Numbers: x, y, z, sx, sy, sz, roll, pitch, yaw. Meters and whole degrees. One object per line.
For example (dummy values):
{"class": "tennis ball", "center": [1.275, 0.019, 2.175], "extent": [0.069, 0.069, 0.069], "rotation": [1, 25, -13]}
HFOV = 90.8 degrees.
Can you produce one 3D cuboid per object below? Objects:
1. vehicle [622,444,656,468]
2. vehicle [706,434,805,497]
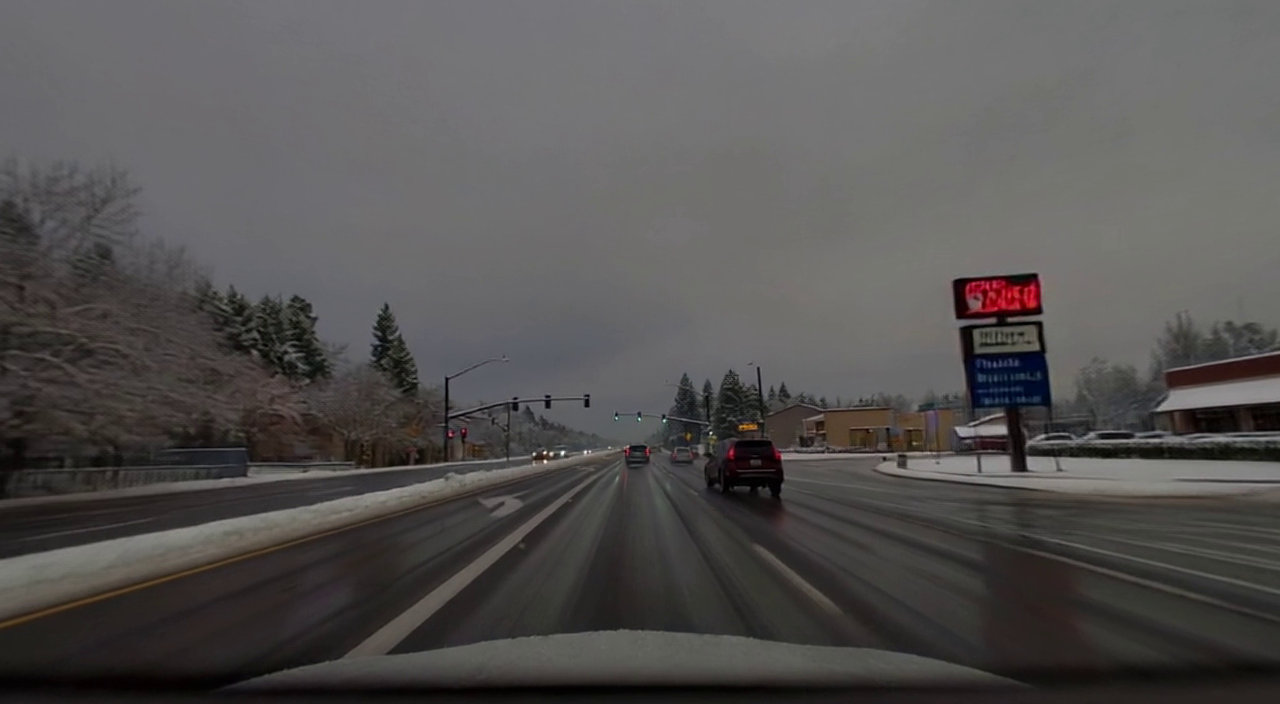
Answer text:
{"class": "vehicle", "center": [-0.074, 6.837, 41.716], "extent": [2.135, 1.468, 4.076], "rotation": [0, -8, 0]}
{"class": "vehicle", "center": [3.291, 3.348, 18.979], "extent": [2.022, 1.643, 4.326], "rotation": [0, -8, -2]}
